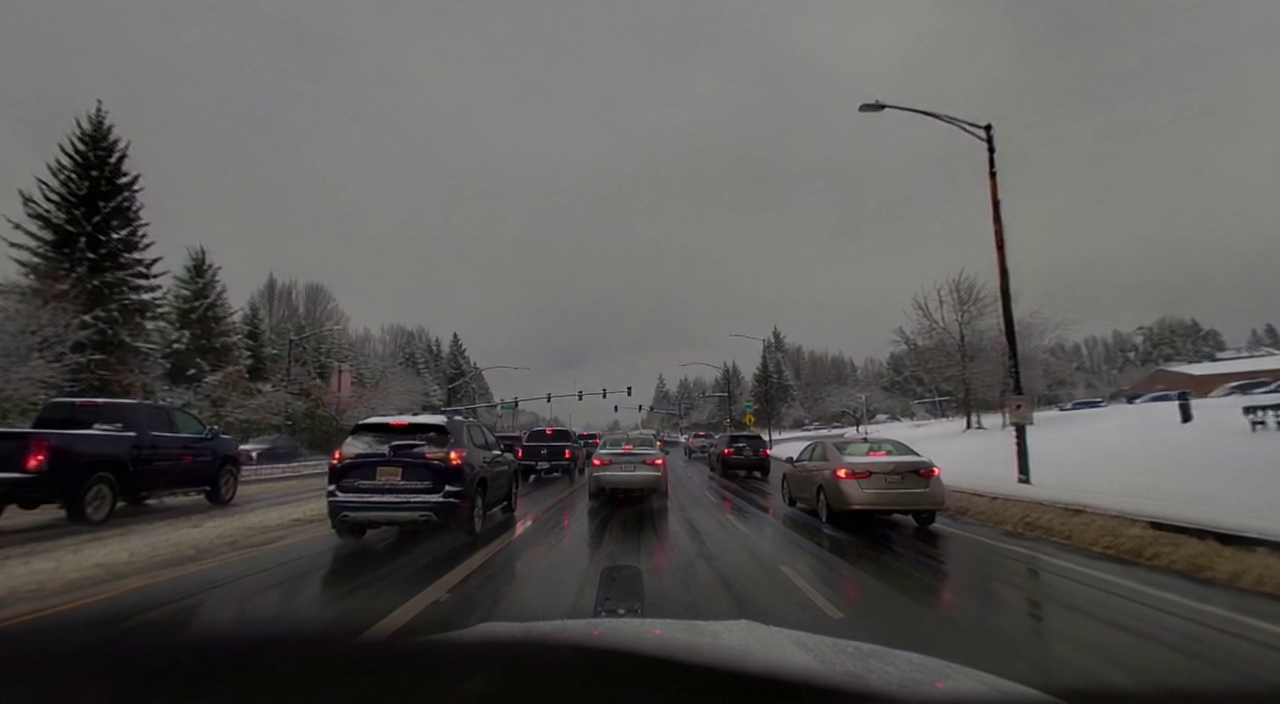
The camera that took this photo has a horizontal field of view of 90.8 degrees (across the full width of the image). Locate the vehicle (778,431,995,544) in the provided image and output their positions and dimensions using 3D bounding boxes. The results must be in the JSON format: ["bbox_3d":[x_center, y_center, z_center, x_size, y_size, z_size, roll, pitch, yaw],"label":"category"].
[{"bbox_3d":[3.721,2.099,10.492,1.884,1.463,4.195,0,-8,0],"label":"vehicle"}]

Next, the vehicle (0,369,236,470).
[{"bbox_3d":[-27.835,3.808,32.978,3.181,4.189,14.107,-1,-8,5],"label":"vehicle"}]

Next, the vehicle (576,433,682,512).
[{"bbox_3d":[-0.214,2.636,14.337,2.030,1.477,4.330,0,-8,0],"label":"vehicle"}]

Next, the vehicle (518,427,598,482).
[{"bbox_3d":[-2.917,3.779,23.607,2.218,1.829,4.492,-1,-8,2],"label":"vehicle"}]

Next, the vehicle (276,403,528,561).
[{"bbox_3d":[-3.120,1.838,9.769,2.111,1.745,5.274,0,-8,-3],"label":"vehicle"}]

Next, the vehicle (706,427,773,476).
[{"bbox_3d":[4.062,4.162,26.585,2.099,1.845,4.363,0,-8,0],"label":"vehicle"}]
